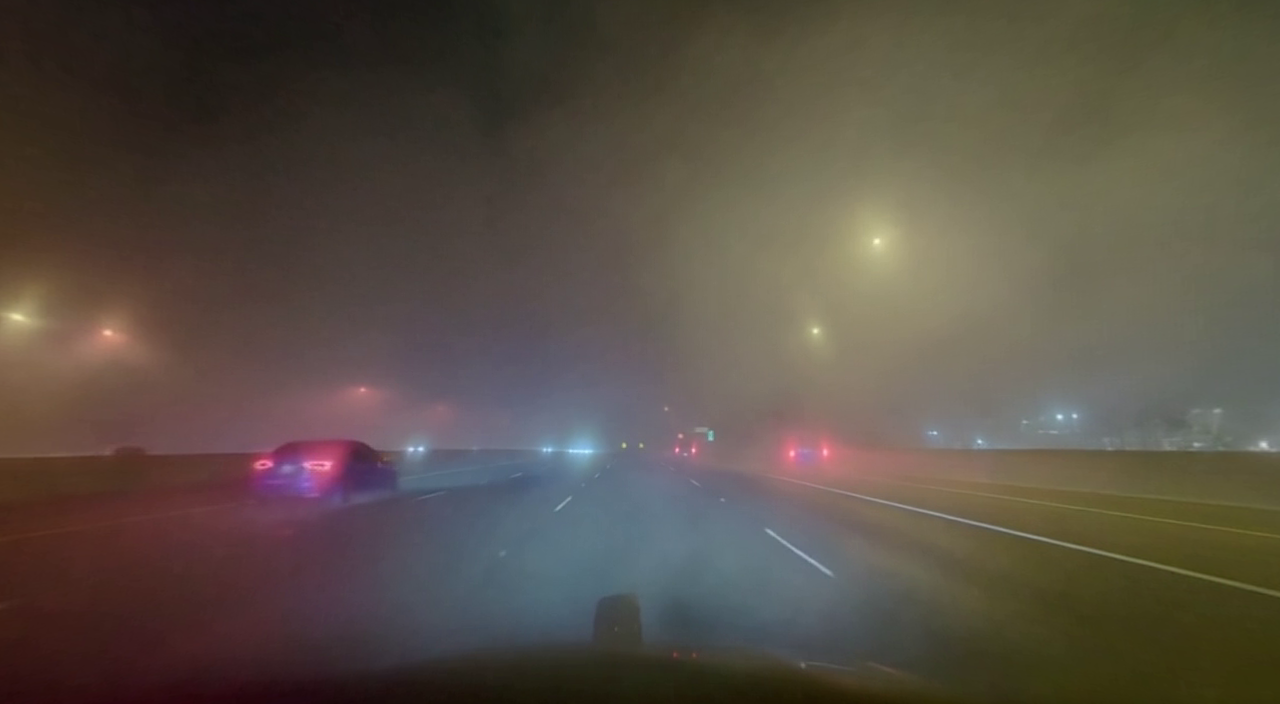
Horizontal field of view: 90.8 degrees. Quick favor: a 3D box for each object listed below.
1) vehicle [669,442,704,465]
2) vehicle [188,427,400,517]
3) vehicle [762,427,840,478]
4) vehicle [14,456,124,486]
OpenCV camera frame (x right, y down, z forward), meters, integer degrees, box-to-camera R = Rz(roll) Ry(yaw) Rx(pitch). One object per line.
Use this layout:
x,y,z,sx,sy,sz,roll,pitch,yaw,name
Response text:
3.193,7.038,44.027,2.000,1.533,3.770,0,-8,-2,vehicle
-7.708,2.690,14.948,2.083,1.696,5.464,1,-8,-2,vehicle
6.779,4.288,27.172,2.065,1.953,4.605,0,-8,-1,vehicle
-32.317,6.723,35.959,1.839,1.466,4.787,0,-8,-1,vehicle
